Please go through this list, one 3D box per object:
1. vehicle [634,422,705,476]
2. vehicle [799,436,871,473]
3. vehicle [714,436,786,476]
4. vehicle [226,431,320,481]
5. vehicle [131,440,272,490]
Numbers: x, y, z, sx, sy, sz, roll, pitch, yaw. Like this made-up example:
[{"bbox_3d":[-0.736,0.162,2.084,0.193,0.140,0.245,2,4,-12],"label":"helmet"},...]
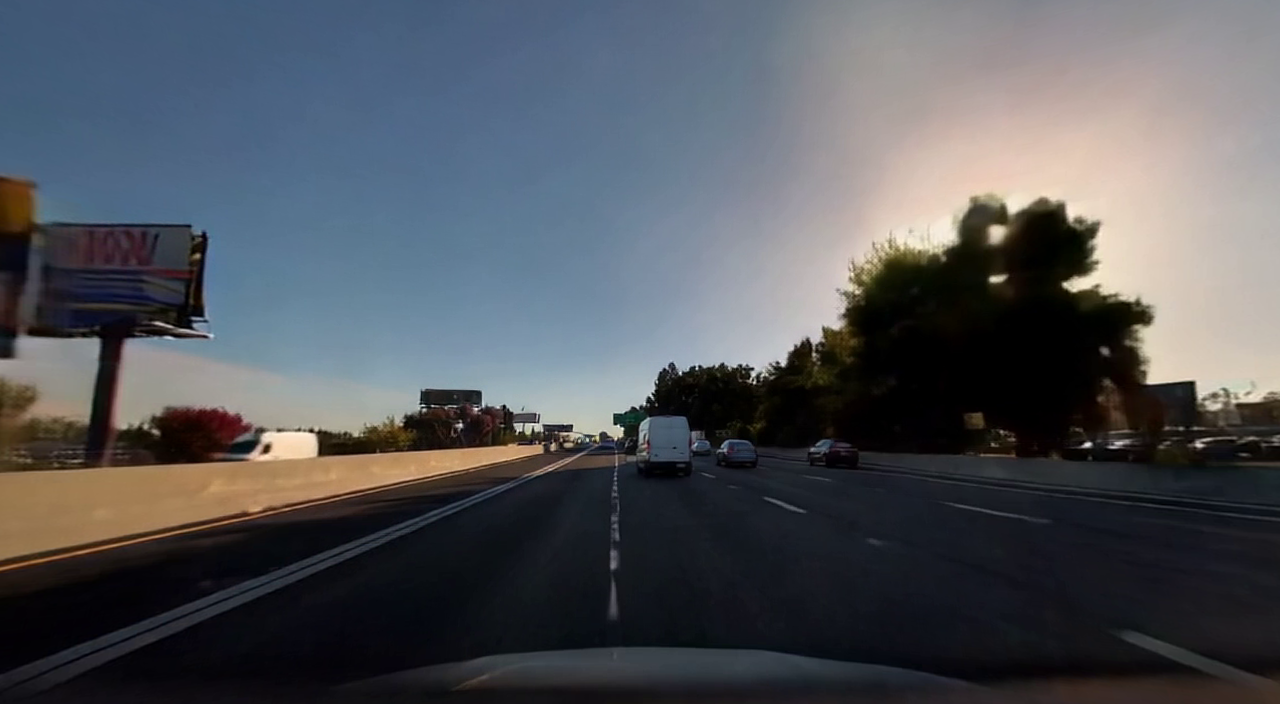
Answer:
[{"bbox_3d":[1.126,4.195,27.359,2.546,2.087,5.404,0,-8,-3],"label":"vehicle"},{"bbox_3d":[8.620,4.551,28.029,1.874,1.496,3.586,0,-8,-3],"label":"vehicle"},{"bbox_3d":[4.442,4.270,25.944,2.099,1.510,3.784,0,-8,-3],"label":"vehicle"},{"bbox_3d":[-20.829,5.910,35.993,2.527,2.527,5.020,-3,-8,-2],"label":"vehicle"},{"bbox_3d":[-20.654,5.310,30.073,2.690,2.013,5.924,-1,-8,-3],"label":"vehicle"}]
